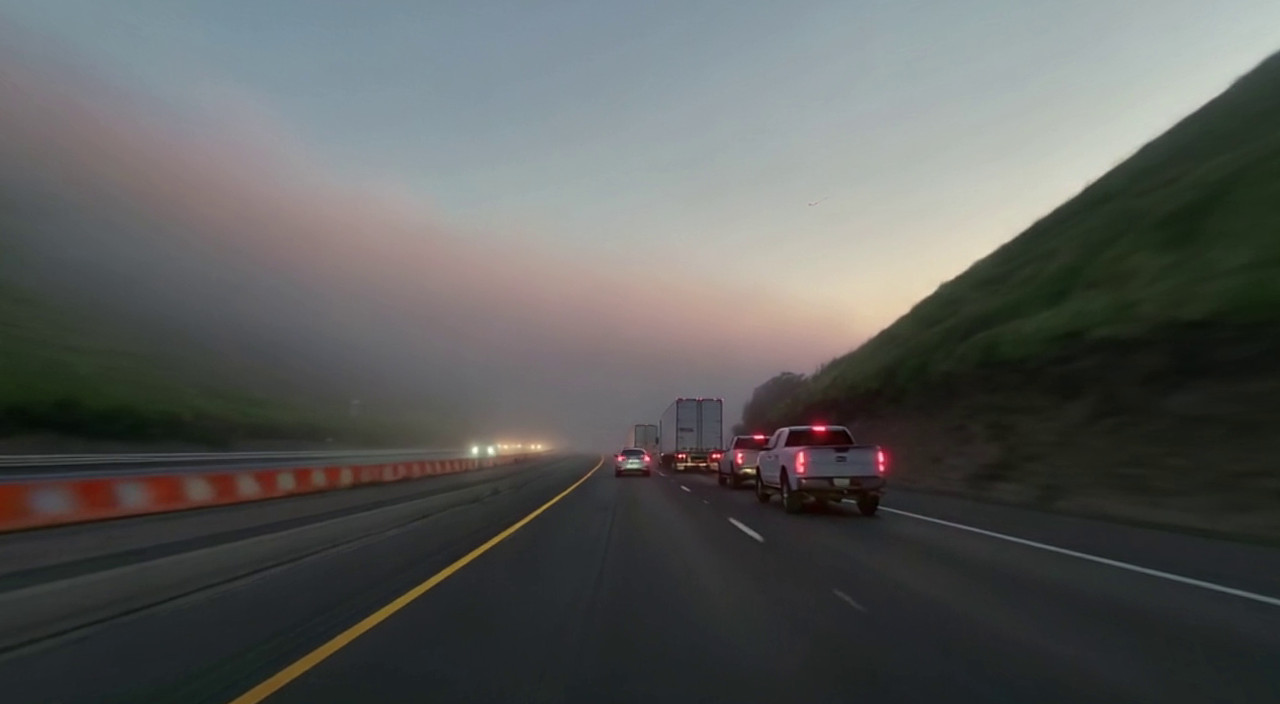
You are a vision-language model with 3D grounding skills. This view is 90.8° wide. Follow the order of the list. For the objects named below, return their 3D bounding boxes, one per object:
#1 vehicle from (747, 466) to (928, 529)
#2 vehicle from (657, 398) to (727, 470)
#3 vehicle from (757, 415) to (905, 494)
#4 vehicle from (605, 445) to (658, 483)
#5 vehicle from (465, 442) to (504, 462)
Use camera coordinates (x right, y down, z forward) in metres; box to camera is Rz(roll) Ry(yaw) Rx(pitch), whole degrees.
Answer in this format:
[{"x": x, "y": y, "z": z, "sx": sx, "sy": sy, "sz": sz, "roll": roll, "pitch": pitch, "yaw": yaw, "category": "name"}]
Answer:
[{"x": 3.958, "y": 3.059, "z": 13.883, "sx": 2.129, "sy": 0.956, "sz": 5.390, "roll": 0, "pitch": -9, "yaw": -2, "category": "vehicle"}, {"x": 3.149, "y": 5.815, "z": 43.256, "sx": 2.911, "sy": 4.099, "sz": 14.578, "roll": 0, "pitch": -9, "yaw": -3, "category": "vehicle"}, {"x": 4.005, "y": 2.261, "z": 14.048, "sx": 1.873, "sy": 1.465, "sz": 4.264, "roll": 0, "pitch": -9, "yaw": -1, "category": "vehicle"}, {"x": -0.351, "y": 4.581, "z": 25.991, "sx": 2.029, "sy": 1.437, "sz": 3.794, "roll": 0, "pitch": -9, "yaw": -1, "category": "vehicle"}, {"x": -12.230, "y": 7.885, "z": 49.922, "sx": 2.021, "sy": 1.499, "sz": 4.455, "roll": 0, "pitch": -9, "yaw": -1, "category": "vehicle"}]
